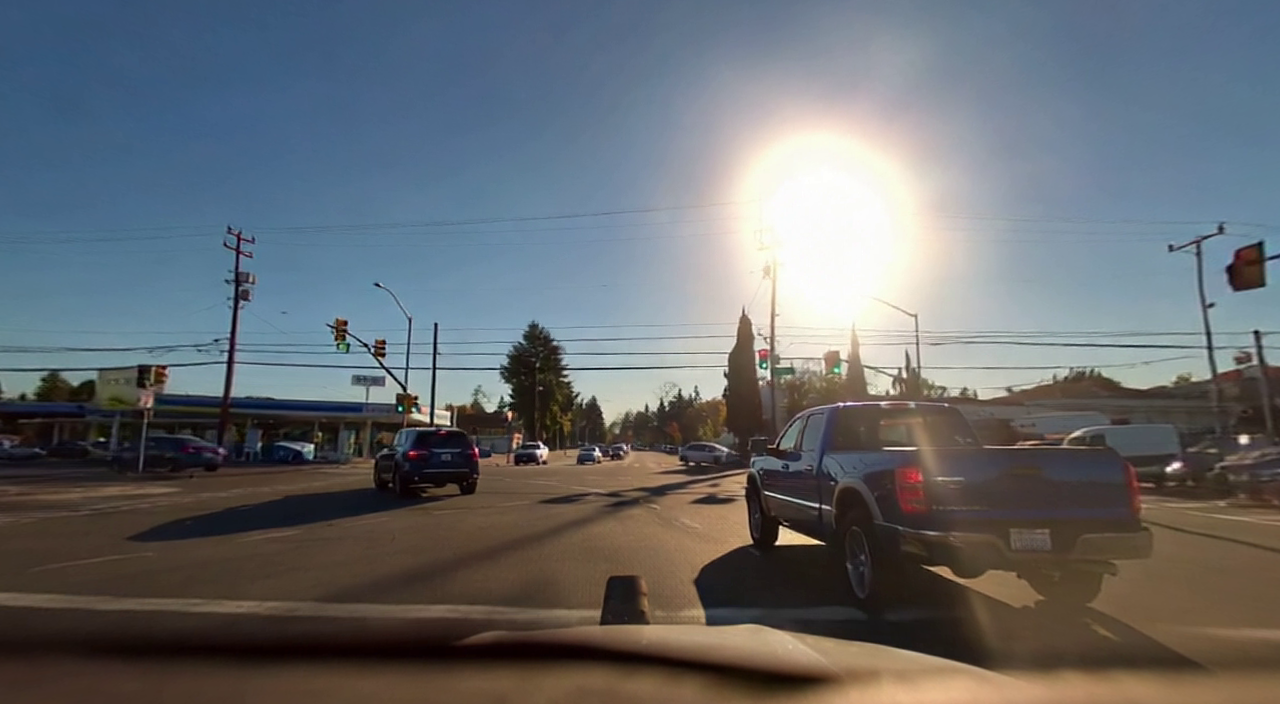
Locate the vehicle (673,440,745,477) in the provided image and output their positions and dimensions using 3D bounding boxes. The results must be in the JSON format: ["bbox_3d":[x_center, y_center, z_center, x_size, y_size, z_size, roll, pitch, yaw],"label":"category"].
[{"bbox_3d":[3.355,5.305,31.763,1.977,1.726,4.721,2,-9,-15],"label":"vehicle"}]

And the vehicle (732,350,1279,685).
[{"bbox_3d":[2.493,1.268,6.142,2.036,1.818,5.192,1,-8,-4],"label":"vehicle"}]

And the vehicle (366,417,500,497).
[{"bbox_3d":[-5.836,2.828,17.360,2.141,1.842,4.889,5,-10,-34],"label":"vehicle"}]

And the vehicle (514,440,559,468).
[{"bbox_3d":[-7.347,7.294,45.331,2.303,1.895,5.301,0,-8,1],"label":"vehicle"}]

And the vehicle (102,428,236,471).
[{"bbox_3d":[-20.182,4.188,27.111,4.498,1.725,1.921,-2,-8,10],"label":"vehicle"}]

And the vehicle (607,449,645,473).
[{"bbox_3d":[-0.846,6.193,36.068,1.898,1.281,4.013,1,-8,-5],"label":"vehicle"}]

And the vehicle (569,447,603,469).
[{"bbox_3d":[-3.920,7.746,46.300,1.856,1.448,4.455,-1,-8,3],"label":"vehicle"}]
